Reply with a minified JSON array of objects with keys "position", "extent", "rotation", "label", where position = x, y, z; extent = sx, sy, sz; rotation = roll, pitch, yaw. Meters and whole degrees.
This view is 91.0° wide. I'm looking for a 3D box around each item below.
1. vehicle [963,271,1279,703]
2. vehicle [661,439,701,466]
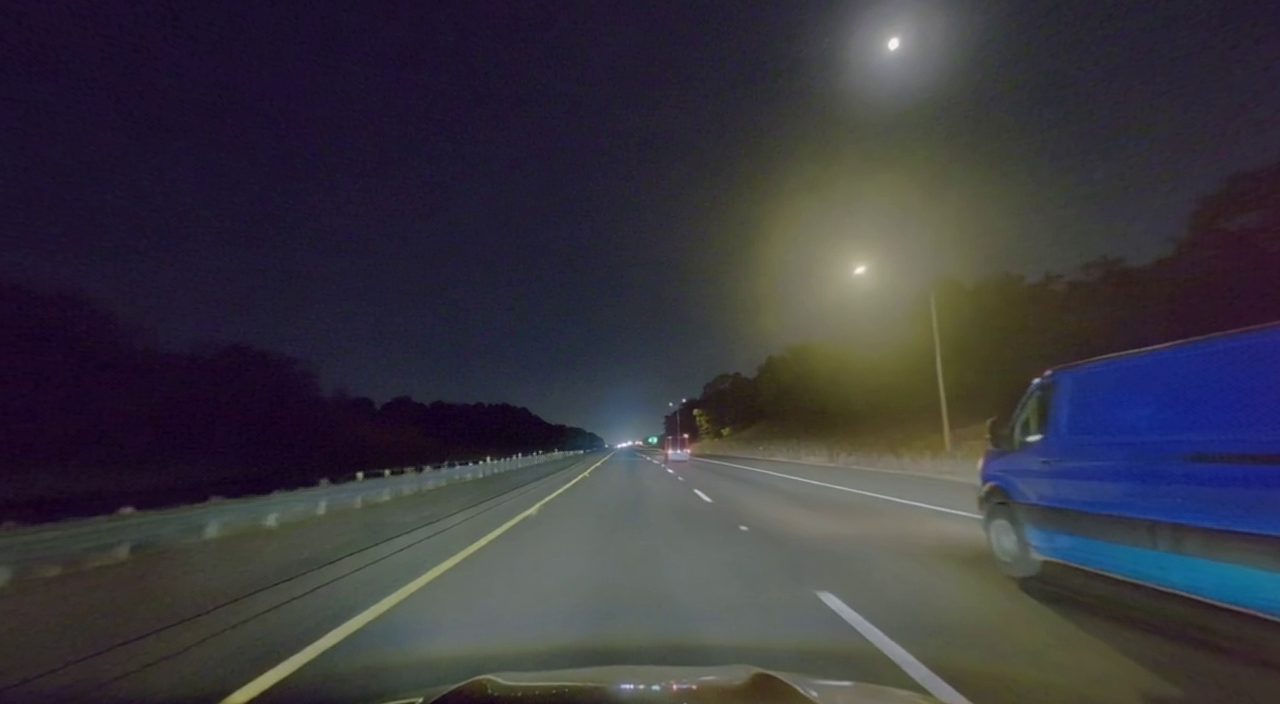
[{"position":[4.168,0.697,3.393],"extent":[2.269,2.048,4.679],"rotation":[0,-8,-1],"label":"vehicle"},{"position":[2.299,5.824,36.573],"extent":[2.005,1.466,3.739],"rotation":[0,-8,-1],"label":"vehicle"}]
